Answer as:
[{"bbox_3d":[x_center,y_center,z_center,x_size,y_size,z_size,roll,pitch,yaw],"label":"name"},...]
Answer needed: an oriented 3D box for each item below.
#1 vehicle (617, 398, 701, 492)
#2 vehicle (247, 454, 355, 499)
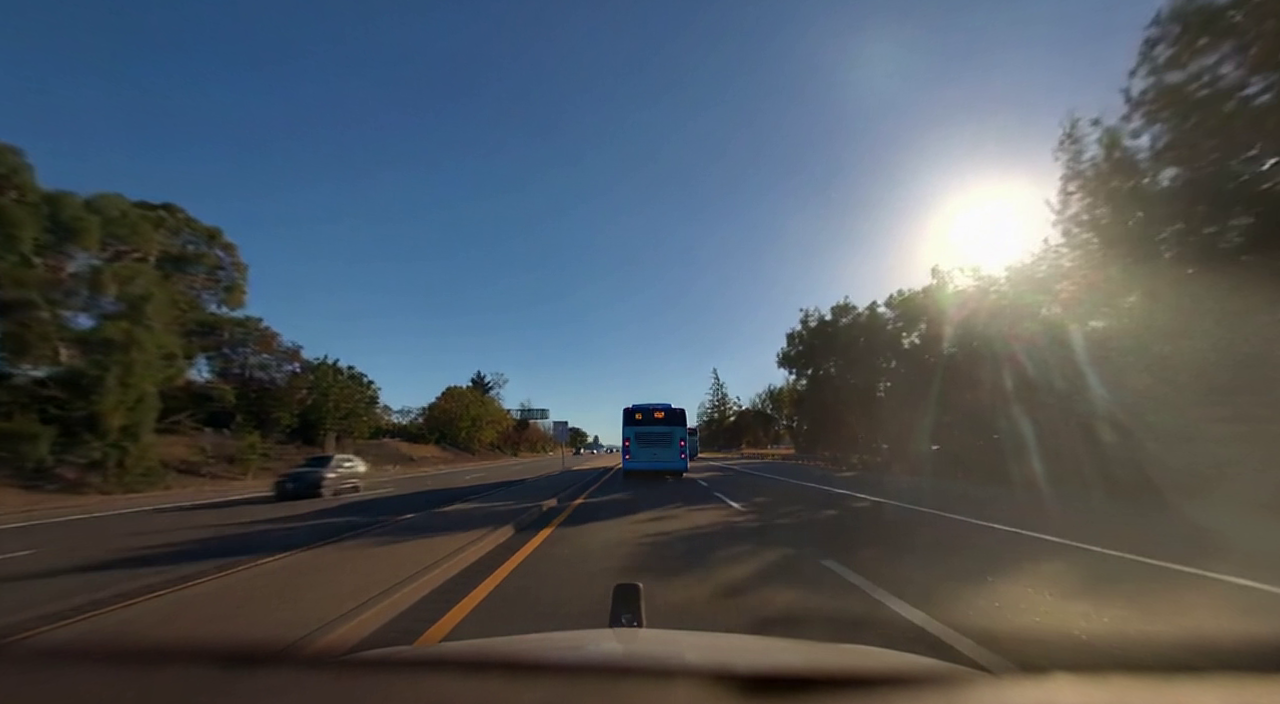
[{"bbox_3d":[0.451,3.106,20.916,2.414,2.675,5.574,0,-9,-2],"label":"vehicle"},{"bbox_3d":[-12.959,4.751,24.278,1.878,1.491,4.103,-1,-9,0],"label":"vehicle"}]
